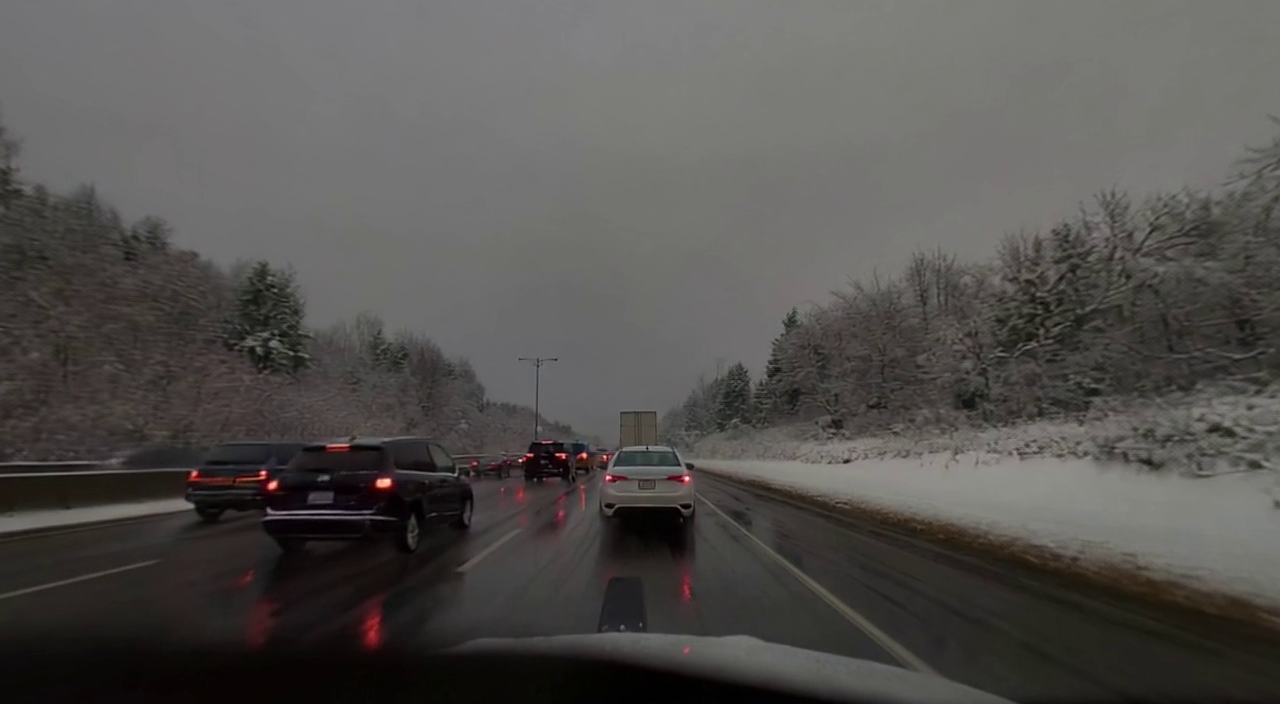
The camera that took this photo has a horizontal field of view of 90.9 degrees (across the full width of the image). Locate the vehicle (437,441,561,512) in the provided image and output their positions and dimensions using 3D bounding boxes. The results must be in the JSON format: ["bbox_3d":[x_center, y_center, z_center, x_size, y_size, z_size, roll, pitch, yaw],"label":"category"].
[{"bbox_3d":[-3.286,3.007,15.653,1.980,1.491,4.340,0,-9,1],"label":"vehicle"}]

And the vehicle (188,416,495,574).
[{"bbox_3d":[-3.635,1.844,8.830,2.165,1.638,4.317,0,-9,0],"label":"vehicle"}]

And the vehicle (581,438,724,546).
[{"bbox_3d":[0.165,2.231,10.562,1.995,1.495,3.380,0,-9,0],"label":"vehicle"}]
